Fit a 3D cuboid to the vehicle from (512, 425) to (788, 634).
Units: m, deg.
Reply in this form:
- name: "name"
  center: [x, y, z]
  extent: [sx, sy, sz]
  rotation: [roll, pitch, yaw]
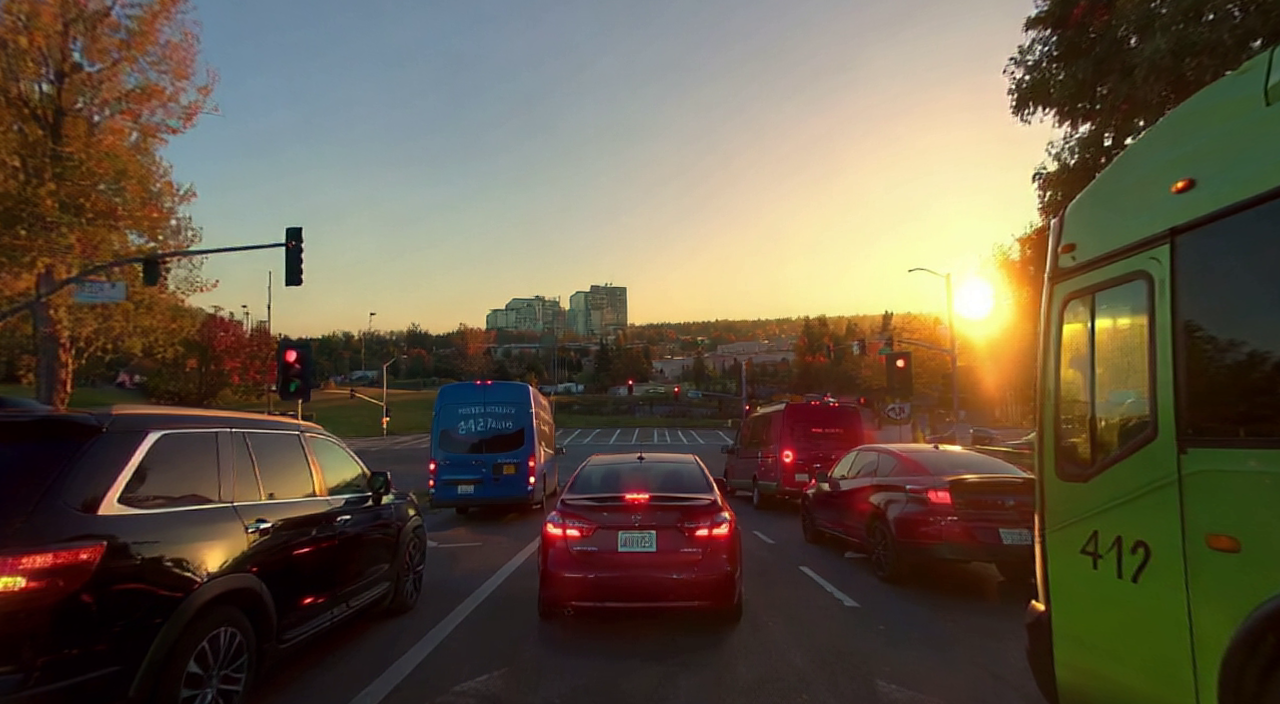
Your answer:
- name: "vehicle"
  center: [0.067, 1.549, 6.421]
  extent: [1.976, 1.485, 3.624]
  rotation: [0, -8, 0]

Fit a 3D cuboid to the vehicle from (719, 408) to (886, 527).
- name: "vehicle"
  center: [3.148, 2.401, 13.665]
  extent: [2.143, 2.036, 5.367]
  rotation: [0, -8, 0]

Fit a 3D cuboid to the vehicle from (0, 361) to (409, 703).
- name: "vehicle"
  center: [-3.405, 1.178, 4.633]
  extent: [1.921, 1.701, 3.989]
  rotation: [0, -8, -1]

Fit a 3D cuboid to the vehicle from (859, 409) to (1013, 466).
- name: "vehicle"
  center: [17.604, 5.132, 37.918]
  extent: [7.839, 3.213, 2.628]
  rotation: [0, -8, -3]

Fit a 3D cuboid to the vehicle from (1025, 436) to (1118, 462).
- name: "vehicle"
  center: [25.897, 5.822, 37.983]
  extent: [4.229, 1.489, 1.794]
  rotation: [0, -8, -1]

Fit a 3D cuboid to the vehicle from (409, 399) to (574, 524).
- name: "vehicle"
  center: [-2.926, 2.352, 13.970]
  extent: [2.335, 2.221, 5.165]
  rotation: [0, -8, 1]
